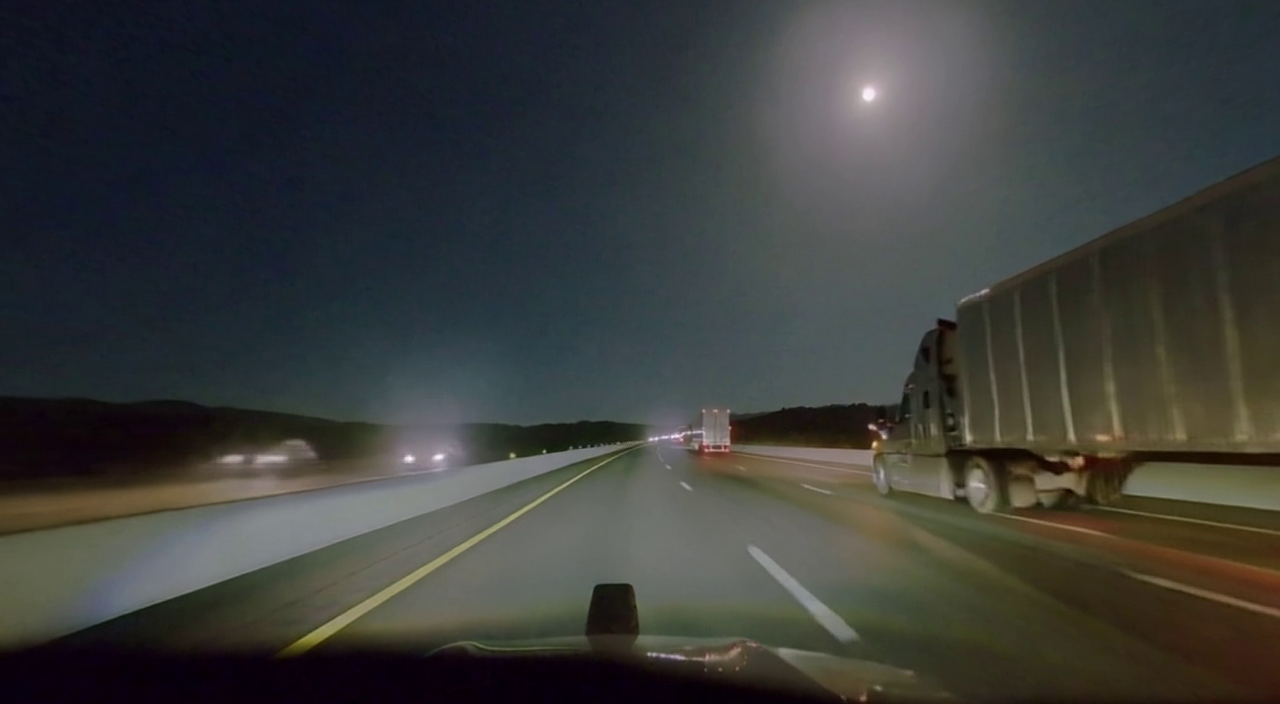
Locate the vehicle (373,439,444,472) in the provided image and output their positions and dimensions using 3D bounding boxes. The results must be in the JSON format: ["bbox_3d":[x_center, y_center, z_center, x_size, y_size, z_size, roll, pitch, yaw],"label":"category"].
[{"bbox_3d":[-11.899,5.324,32.669,1.934,1.528,4.329,-1,-8,1],"label":"vehicle"}]

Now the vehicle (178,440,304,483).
[{"bbox_3d":[-15.793,4.333,25.287,2.008,1.527,4.664,0,-8,0],"label":"vehicle"}]

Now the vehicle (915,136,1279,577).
[{"bbox_3d":[7.414,0.099,6.299,2.885,4.075,13.981,0,-8,0],"label":"vehicle"}]
